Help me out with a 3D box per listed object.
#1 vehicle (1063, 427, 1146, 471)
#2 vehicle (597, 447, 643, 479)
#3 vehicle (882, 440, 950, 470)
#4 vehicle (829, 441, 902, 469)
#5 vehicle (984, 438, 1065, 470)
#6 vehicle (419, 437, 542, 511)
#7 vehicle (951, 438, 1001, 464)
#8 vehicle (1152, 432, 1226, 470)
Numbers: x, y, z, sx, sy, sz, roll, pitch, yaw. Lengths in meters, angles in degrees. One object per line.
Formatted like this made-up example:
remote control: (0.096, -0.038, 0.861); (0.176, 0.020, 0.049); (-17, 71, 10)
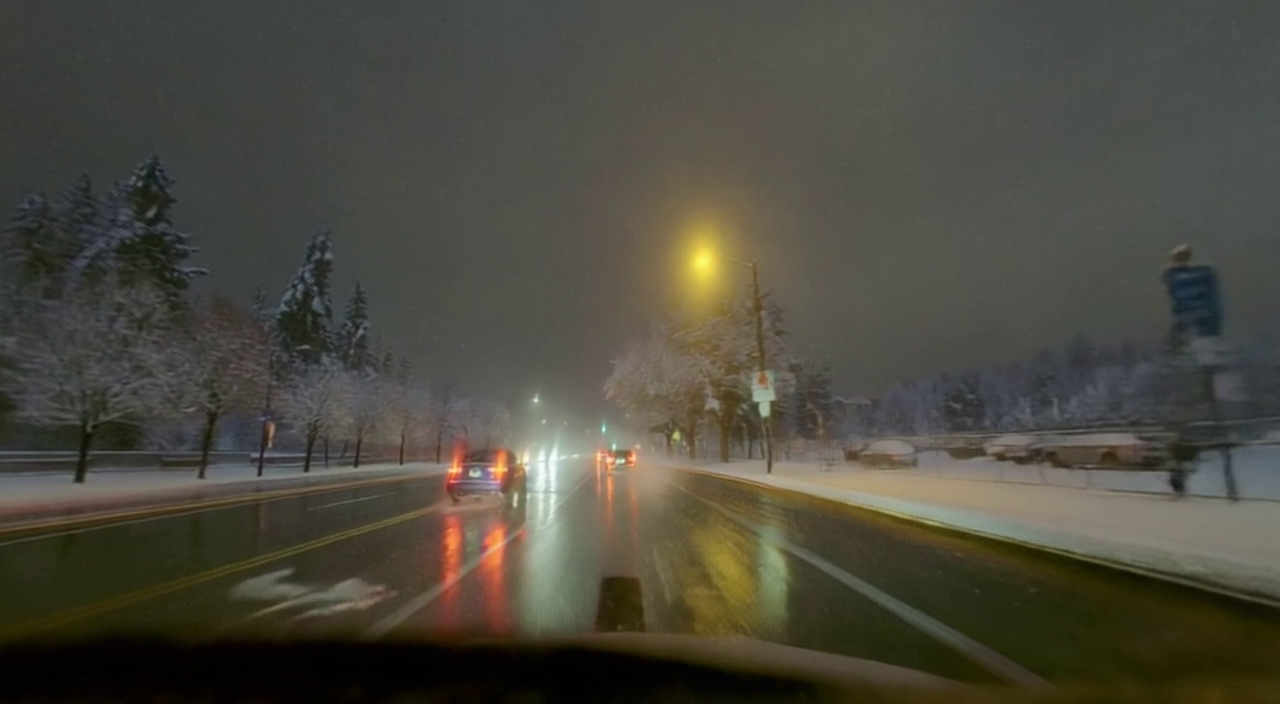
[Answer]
vehicle: (20.646, 4.281, 28.001); (2.062, 1.703, 4.661); (-13, -14, 43)
vehicle: (-1.010, 5.477, 31.484); (2.147, 1.474, 4.083); (0, -8, -2)
vehicle: (14.453, 5.345, 32.956); (2.131, 1.437, 4.325); (-7, -11, 38)
vehicle: (12.757, 5.732, 35.531); (2.041, 1.459, 4.830); (-8, -11, 42)
vehicle: (18.136, 4.757, 29.695); (4.562, 1.392, 2.048); (8, -12, -44)
vehicle: (-4.021, 3.140, 16.821); (2.105, 1.676, 4.541); (0, -8, 0)
vehicle: (24.107, 7.032, 45.294); (1.975, 1.729, 4.534); (-6, -10, 42)
vehicle: (22.602, 4.041, 25.939); (1.934, 1.423, 4.008); (-8, -12, 43)
